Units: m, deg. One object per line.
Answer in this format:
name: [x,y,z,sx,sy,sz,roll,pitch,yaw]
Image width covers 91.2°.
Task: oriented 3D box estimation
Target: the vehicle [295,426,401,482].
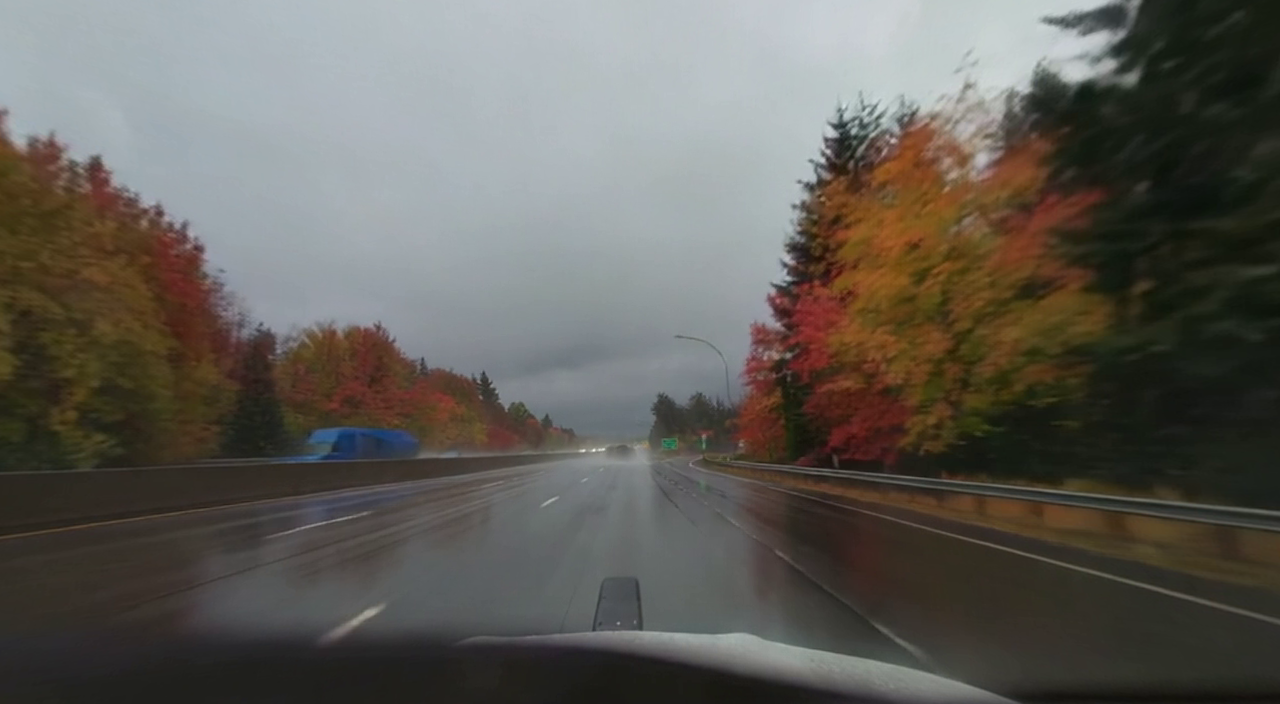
vehicle: [-21.022,7.450,46.067,2.960,3.582,10.273,0,-9,-1]
